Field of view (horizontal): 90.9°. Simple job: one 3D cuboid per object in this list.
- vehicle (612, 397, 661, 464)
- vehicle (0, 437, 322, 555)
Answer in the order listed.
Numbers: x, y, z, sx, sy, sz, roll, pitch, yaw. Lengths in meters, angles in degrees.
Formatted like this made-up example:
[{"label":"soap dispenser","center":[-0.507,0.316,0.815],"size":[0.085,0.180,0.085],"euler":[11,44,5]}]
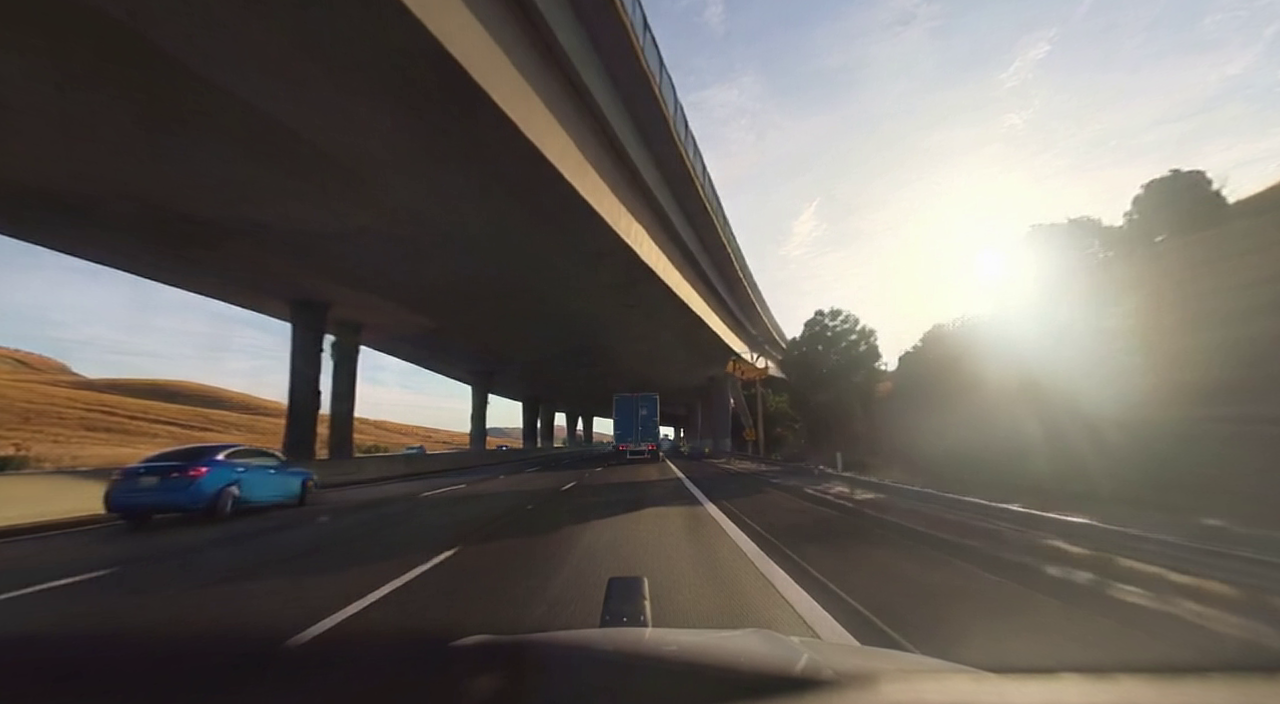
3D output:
[{"label":"vehicle","center":[-0.161,5.494,43.249],"size":[2.866,4.014,11.261],"euler":[0,-8,1]},{"label":"vehicle","center":[-7.527,2.202,10.482],"size":[2.078,1.496,4.563],"euler":[0,-8,1]}]
